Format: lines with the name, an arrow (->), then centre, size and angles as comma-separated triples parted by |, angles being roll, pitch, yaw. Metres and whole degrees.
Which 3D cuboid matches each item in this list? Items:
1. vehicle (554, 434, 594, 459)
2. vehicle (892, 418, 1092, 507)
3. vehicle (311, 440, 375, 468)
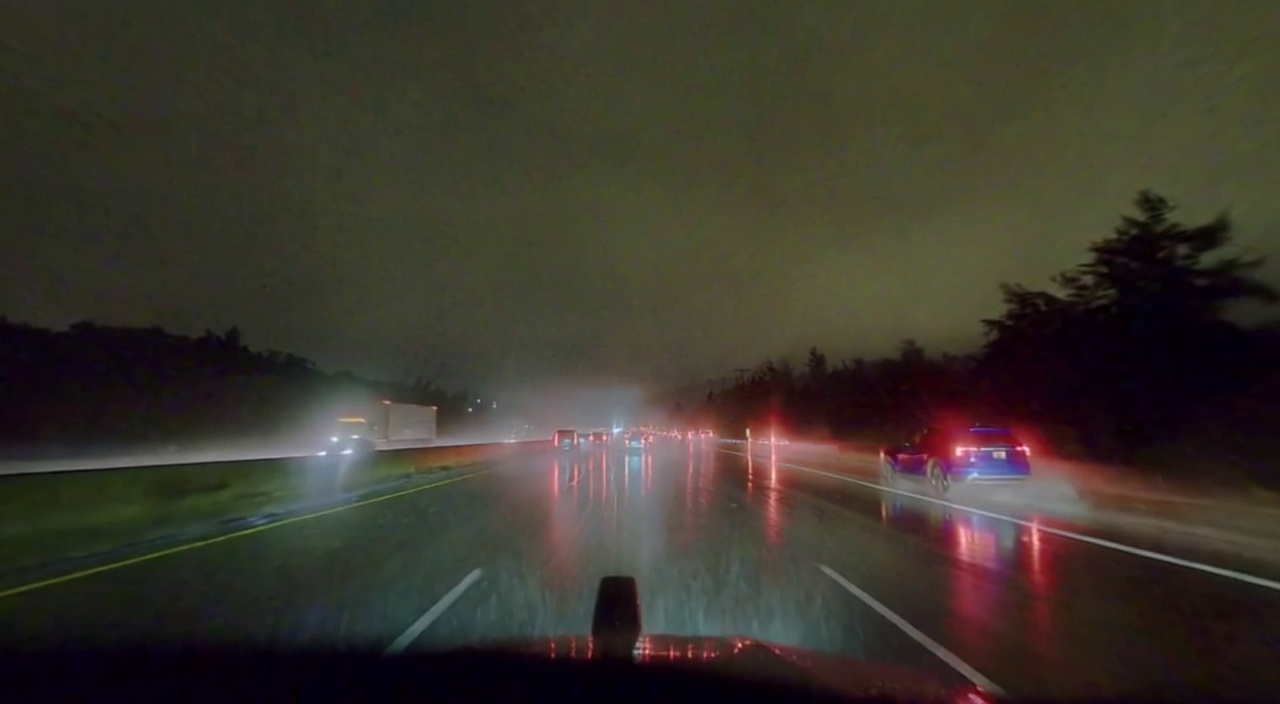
vehicle -> -4.026, 5.829, 38.991 | 2.032, 1.465, 4.316 | 0, -8, -1
vehicle -> 7.265, 2.295, 13.548 | 1.956, 1.634, 3.935 | 0, -8, -1
vehicle -> -17.577, 6.029, 37.406 | 1.796, 1.493, 4.183 | 0, -8, -1
